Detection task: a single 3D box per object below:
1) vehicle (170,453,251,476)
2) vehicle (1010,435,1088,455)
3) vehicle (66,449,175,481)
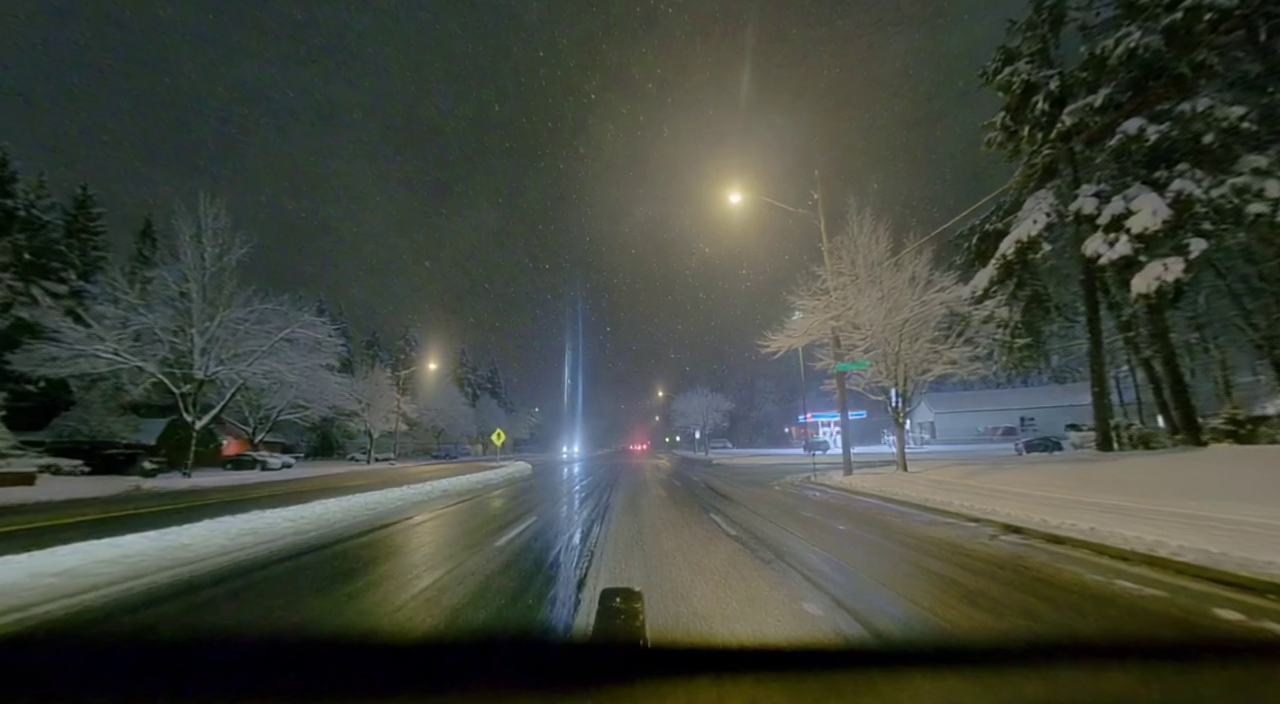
[{"bbox_3d":[-30.951,8.107,45.620,4.274,1.491,2.110,0,-9,-4],"label":"vehicle"},{"bbox_3d":[31.077,7.045,48.055,4.549,1.476,1.952,0,-8,1],"label":"vehicle"},{"bbox_3d":[-30.571,6.640,37.279,4.613,1.820,2.013,0,-9,1],"label":"vehicle"}]
